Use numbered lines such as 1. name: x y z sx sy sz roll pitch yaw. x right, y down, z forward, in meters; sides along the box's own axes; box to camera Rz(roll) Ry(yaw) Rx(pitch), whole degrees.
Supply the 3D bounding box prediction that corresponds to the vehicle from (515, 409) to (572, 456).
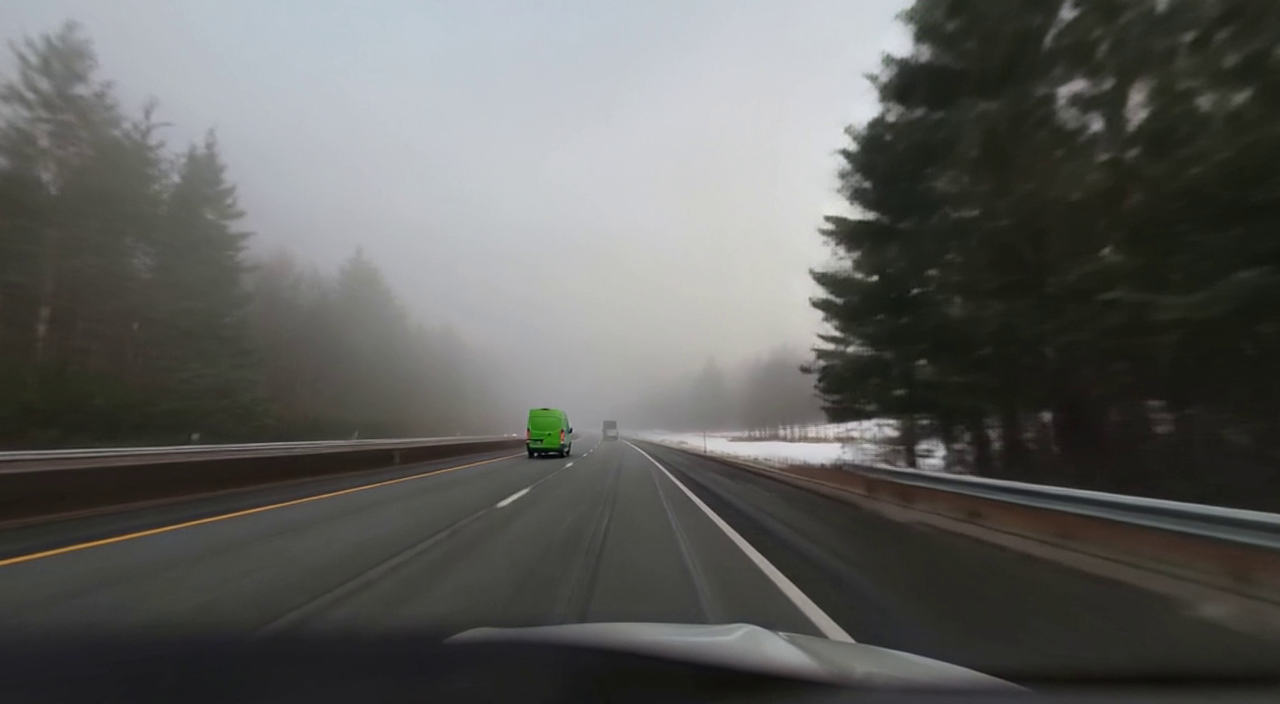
1. vehicle: -5.484 4.715 36.662 2.561 2.509 5.465 0 -8 -1
